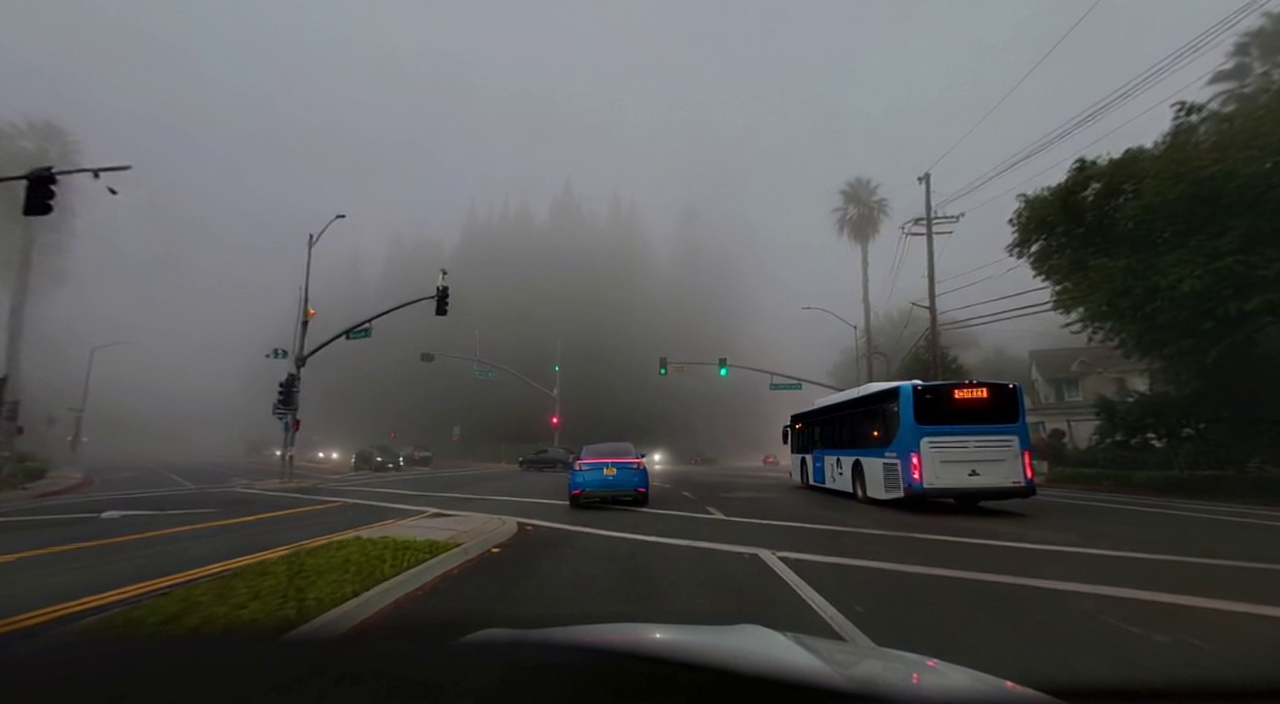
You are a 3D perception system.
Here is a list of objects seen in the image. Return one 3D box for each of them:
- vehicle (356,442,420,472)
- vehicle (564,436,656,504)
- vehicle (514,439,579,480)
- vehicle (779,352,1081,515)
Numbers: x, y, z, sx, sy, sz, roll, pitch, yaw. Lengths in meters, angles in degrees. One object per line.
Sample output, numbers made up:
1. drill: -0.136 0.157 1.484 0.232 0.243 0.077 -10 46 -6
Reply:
1. vehicle: -17.488 7.220 43.709 2.283 1.878 5.384 7 -12 -41
2. vehicle: -1.021 3.376 18.545 2.341 1.709 4.466 1 -9 -7
3. vehicle: -4.792 5.361 31.824 2.272 1.891 4.562 3 -9 -20
4. vehicle: 7.843 2.802 20.810 3.483 3.546 13.998 0 -9 1
